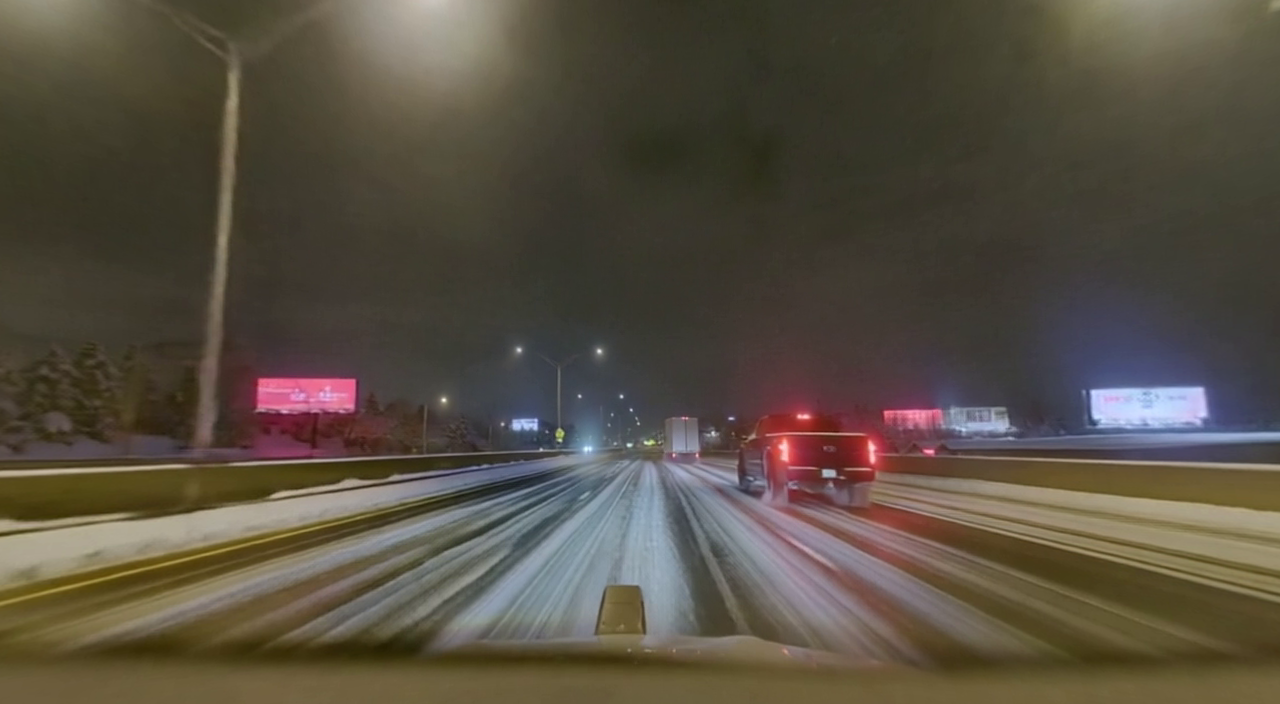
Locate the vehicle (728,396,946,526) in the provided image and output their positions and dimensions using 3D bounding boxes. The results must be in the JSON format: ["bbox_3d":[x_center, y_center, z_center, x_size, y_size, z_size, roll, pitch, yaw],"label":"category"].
[{"bbox_3d":[3.733,2.305,13.743,2.740,2.157,6.300,0,-9,0],"label":"vehicle"}]
